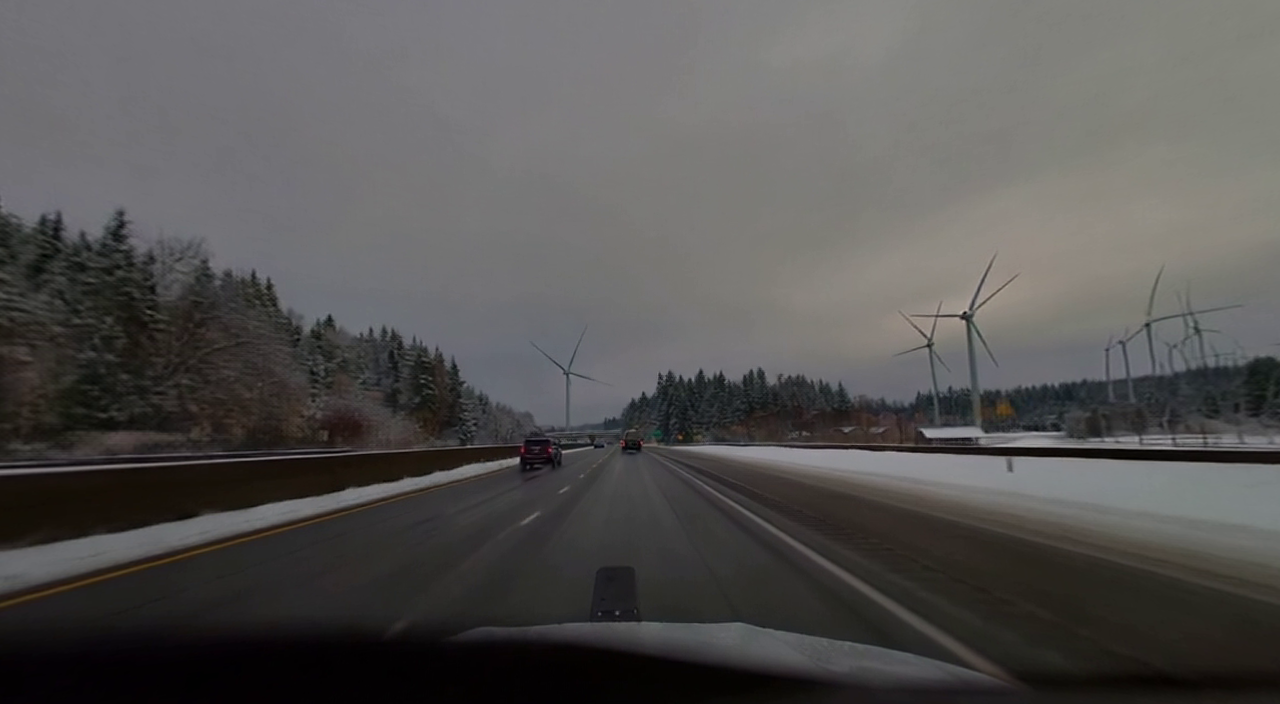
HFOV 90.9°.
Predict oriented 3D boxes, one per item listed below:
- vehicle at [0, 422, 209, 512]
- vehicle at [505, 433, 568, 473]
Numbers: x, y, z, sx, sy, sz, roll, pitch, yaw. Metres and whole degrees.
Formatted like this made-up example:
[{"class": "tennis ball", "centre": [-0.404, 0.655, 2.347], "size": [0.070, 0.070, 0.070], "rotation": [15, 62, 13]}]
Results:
[{"class": "vehicle", "centre": [-12.665, 2.575, 14.690], "size": [1.999, 1.752, 4.588], "rotation": [0, -8, -1]}, {"class": "vehicle", "centre": [-4.200, 4.132, 26.113], "size": [1.950, 1.511, 3.965], "rotation": [0, -8, 0]}]
